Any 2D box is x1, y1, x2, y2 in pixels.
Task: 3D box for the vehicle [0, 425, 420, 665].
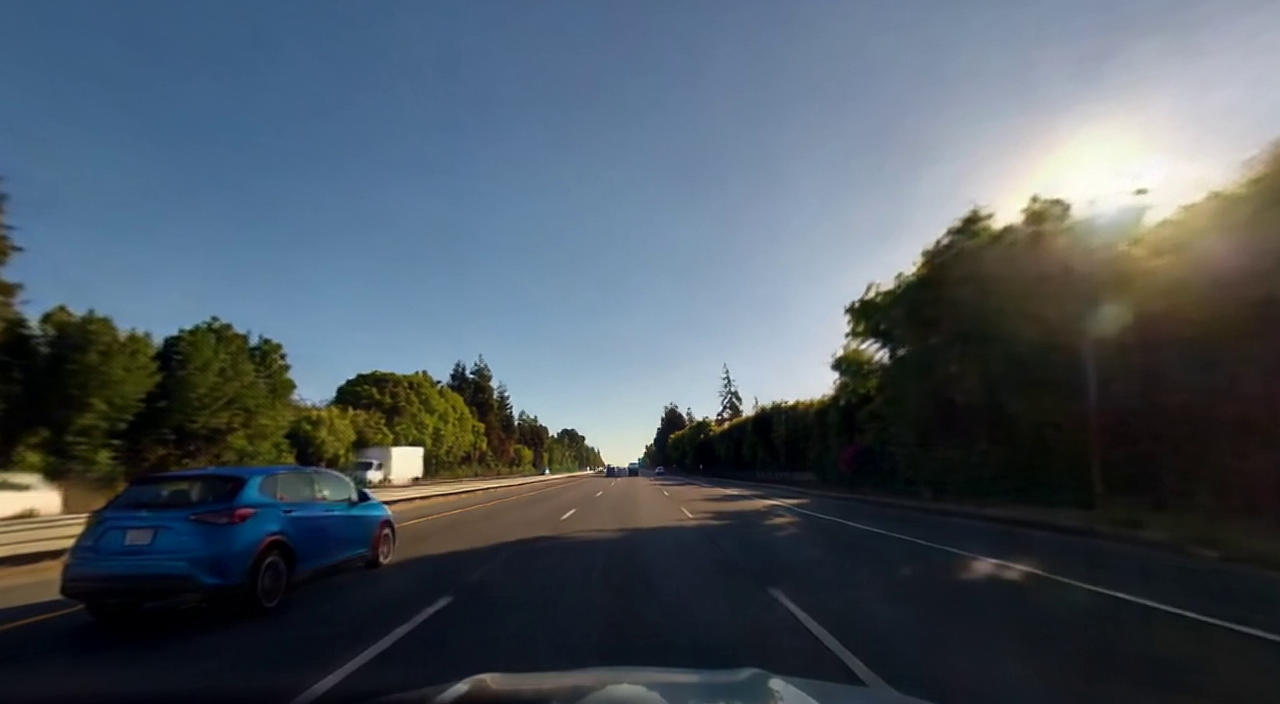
[{"bbox_3d":[-3.840,1.634,6.238,1.797,1.532,4.072,1,-10,0],"label":"vehicle"}]
